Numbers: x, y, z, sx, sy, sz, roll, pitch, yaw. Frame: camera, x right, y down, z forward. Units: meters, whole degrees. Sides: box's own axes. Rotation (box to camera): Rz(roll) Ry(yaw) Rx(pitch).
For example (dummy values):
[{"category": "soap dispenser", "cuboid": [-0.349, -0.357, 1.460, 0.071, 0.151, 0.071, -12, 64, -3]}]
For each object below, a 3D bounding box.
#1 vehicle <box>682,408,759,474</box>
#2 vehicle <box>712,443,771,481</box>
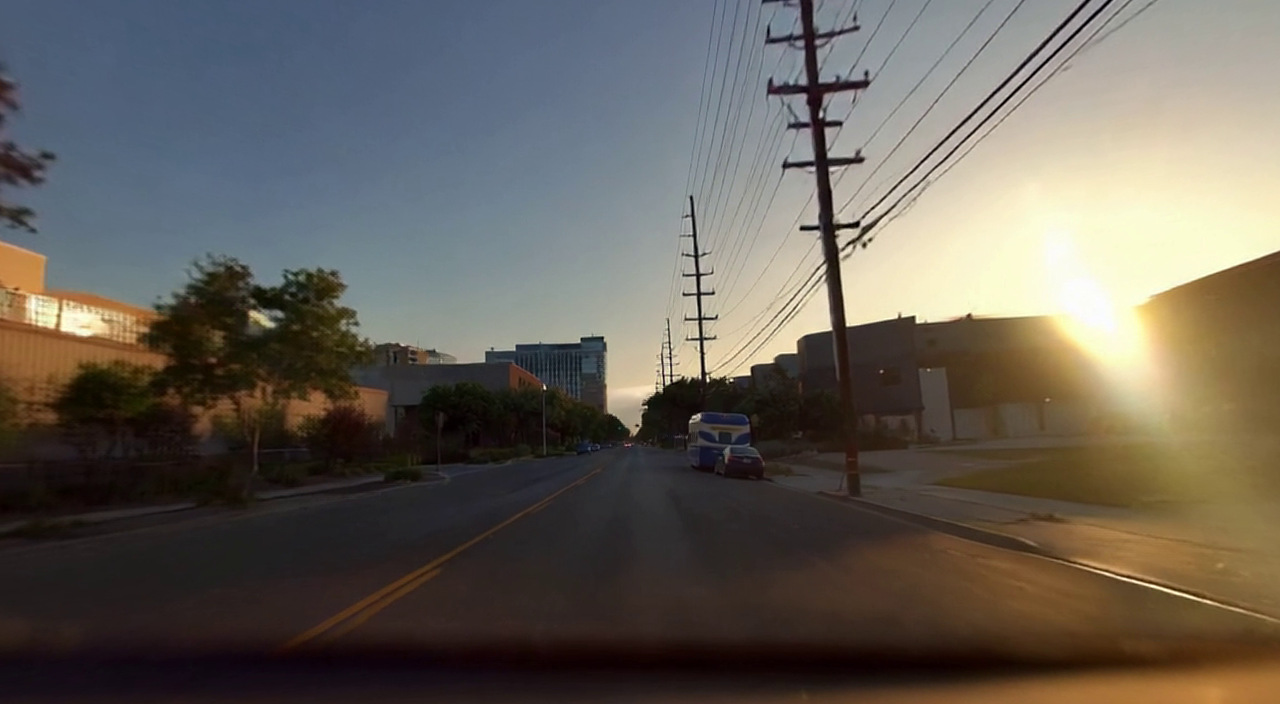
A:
[{"category": "vehicle", "cuboid": [4.271, 5.039, 35.620, 3.110, 3.241, 8.788, 0, -9, 0]}, {"category": "vehicle", "cuboid": [4.437, 4.852, 28.145, 1.852, 1.497, 3.672, -2, -8, -2]}]
